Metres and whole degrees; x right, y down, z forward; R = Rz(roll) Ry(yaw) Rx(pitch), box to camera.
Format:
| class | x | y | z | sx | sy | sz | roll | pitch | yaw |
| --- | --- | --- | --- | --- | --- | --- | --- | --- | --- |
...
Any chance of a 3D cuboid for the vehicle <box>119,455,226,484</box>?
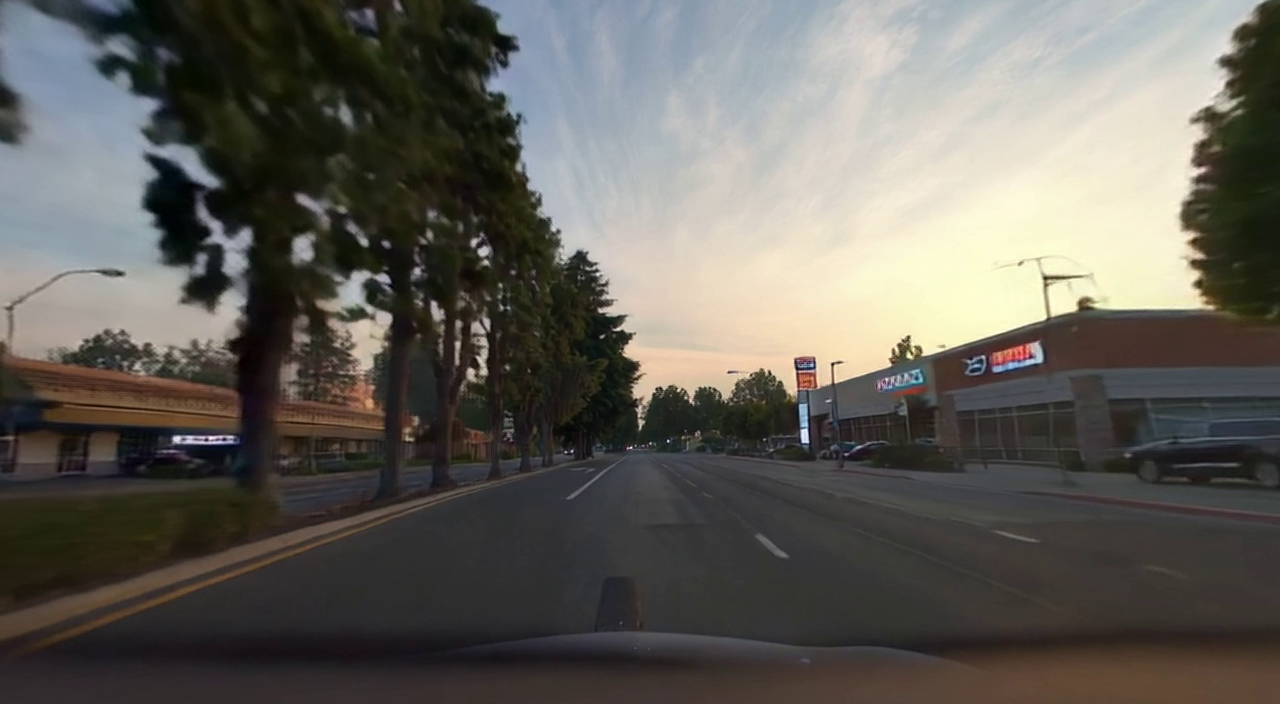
| class | x | y | z | sx | sy | sz | roll | pitch | yaw |
| --- | --- | --- | --- | --- | --- | --- | --- | --- | --- |
| vehicle | -27.487 | 6.919 | 37.263 | 4.564 | 1.494 | 2.183 | -2 | -10 | -2 |

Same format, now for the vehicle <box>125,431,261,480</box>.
| class | x | y | z | sx | sy | sz | roll | pitch | yaw |
| --- | --- | --- | --- | --- | --- | --- | --- | --- | --- |
| vehicle | -28.190 | 6.527 | 40.058 | 6.354 | 2.899 | 2.812 | 0 | -9 | -1 |

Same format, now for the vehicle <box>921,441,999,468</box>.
| class | x | y | z | sx | sy | sz | roll | pitch | yaw |
| --- | --- | --- | --- | --- | --- | --- | --- | --- | --- |
| vehicle | 18.664 | 5.987 | 37.077 | 1.846 | 1.466 | 4.679 | 0 | -9 | -4 |

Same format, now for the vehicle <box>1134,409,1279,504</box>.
| class | x | y | z | sx | sy | sz | roll | pitch | yaw |
| --- | --- | --- | --- | --- | --- | --- | --- | --- | --- |
| vehicle | 14.949 | 2.394 | 14.772 | 2.235 | 2.016 | 5.481 | -3 | -9 | 0 |

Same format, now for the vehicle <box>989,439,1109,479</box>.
| class | x | y | z | sx | sy | sz | roll | pitch | yaw |
| --- | --- | --- | --- | --- | --- | --- | --- | --- | --- |
| vehicle | 16.470 | 4.341 | 25.788 | 1.880 | 1.477 | 4.556 | -1 | -9 | 1 |
